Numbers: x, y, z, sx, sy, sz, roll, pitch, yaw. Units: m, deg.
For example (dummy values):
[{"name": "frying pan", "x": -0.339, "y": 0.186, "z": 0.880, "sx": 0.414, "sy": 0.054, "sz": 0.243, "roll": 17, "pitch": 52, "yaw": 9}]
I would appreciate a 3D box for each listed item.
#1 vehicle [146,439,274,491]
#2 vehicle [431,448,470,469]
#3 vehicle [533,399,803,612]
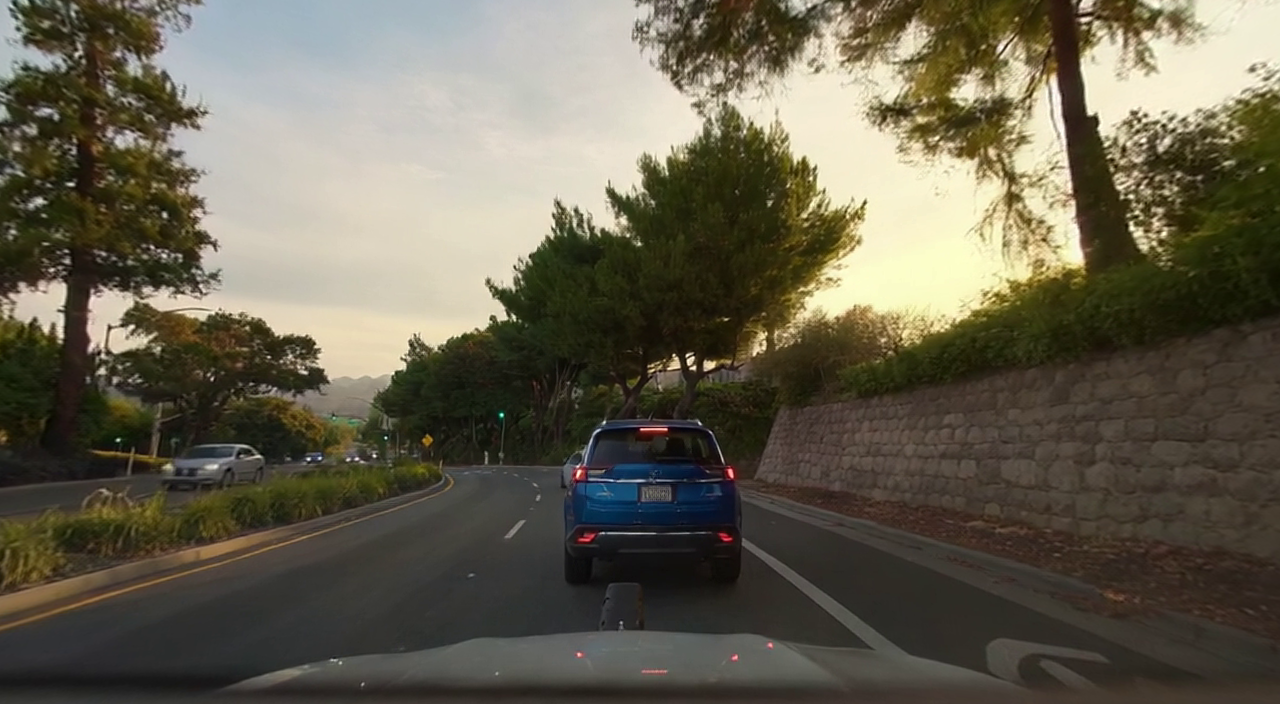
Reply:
[{"name": "vehicle", "x": -15.611, "y": 4.104, "z": 23.320, "sx": 2.317, "sy": 1.695, "sz": 4.538, "roll": 2, "pitch": -9, "yaw": -13}, {"name": "vehicle", "x": -14.286, "y": 7.972, "z": 47.440, "sx": 2.023, "sy": 1.474, "sz": 4.286, "roll": 4, "pitch": -10, "yaw": -27}, {"name": "vehicle", "x": 0.066, "y": 1.603, "z": 7.543, "sx": 2.287, "sy": 1.762, "sz": 4.269, "roll": 1, "pitch": -9, "yaw": -5}]
